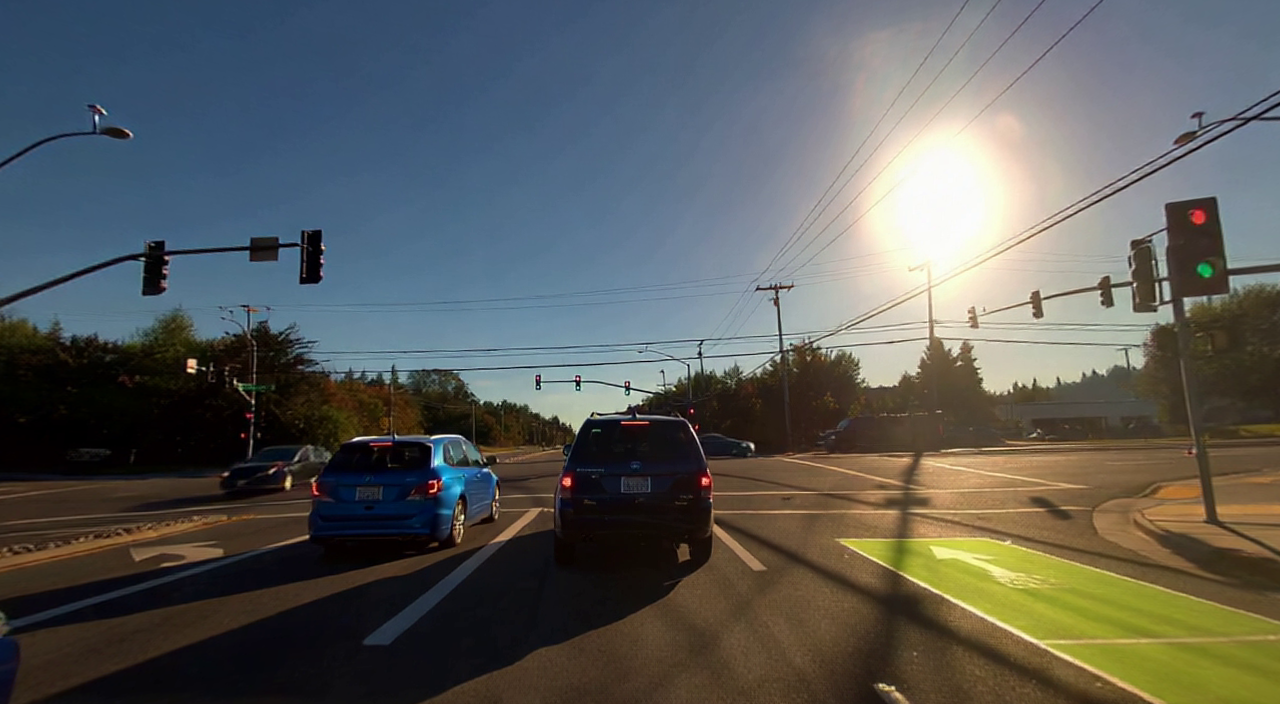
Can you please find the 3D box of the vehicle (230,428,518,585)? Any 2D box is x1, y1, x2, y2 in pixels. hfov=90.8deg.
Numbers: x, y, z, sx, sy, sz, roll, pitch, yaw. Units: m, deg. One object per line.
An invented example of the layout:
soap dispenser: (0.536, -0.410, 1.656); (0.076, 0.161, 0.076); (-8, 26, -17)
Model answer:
vehicle: (-2.934, 1.768, 8.007); (1.969, 1.486, 3.702); (0, -8, 1)

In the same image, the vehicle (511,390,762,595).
vehicle: (-0.062, 1.520, 7.606); (2.182, 1.773, 4.041); (0, -8, -1)

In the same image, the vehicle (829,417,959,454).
vehicle: (13.840, 4.605, 34.820); (6.143, 1.944, 2.229); (-1, -8, 5)

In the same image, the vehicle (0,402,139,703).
vehicle: (-3.350, 0.659, 0.441); (1.928, 1.488, 4.936); (0, -8, 0)
